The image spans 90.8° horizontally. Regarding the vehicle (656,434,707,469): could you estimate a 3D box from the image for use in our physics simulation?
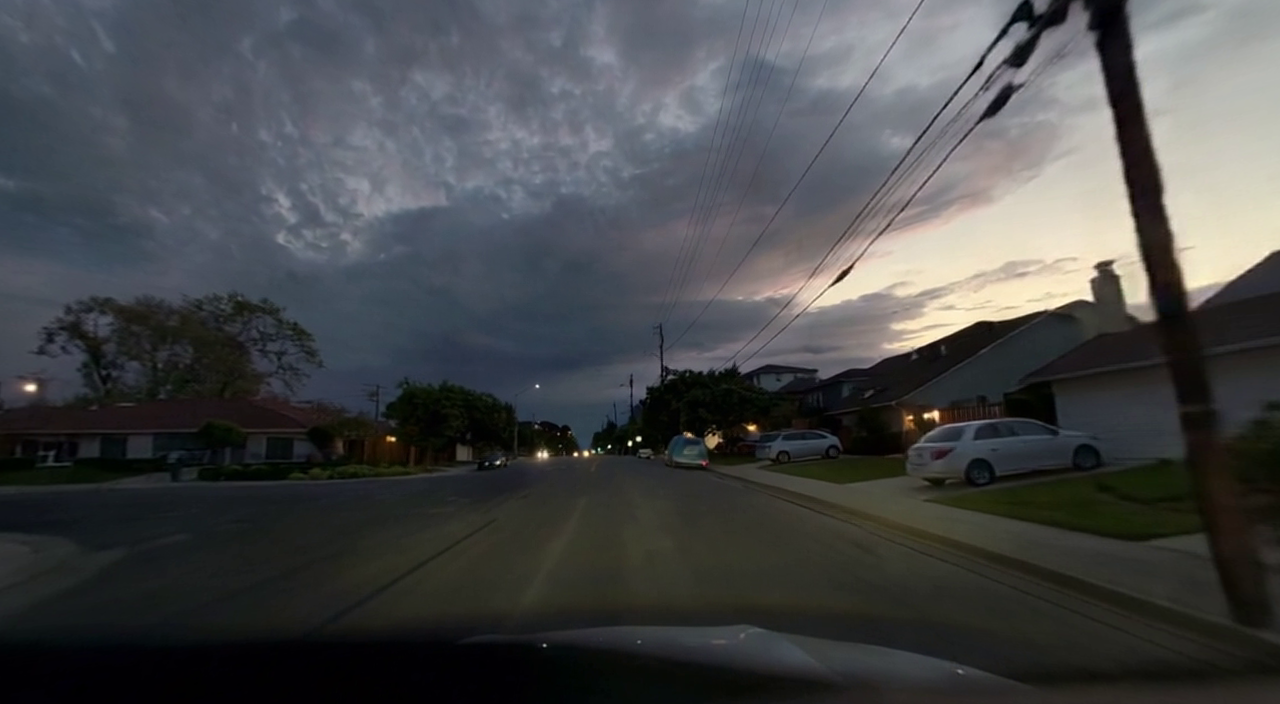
[{"bbox_3d":[2.465,6.034,38.552,2.214,1.962,4.733,1,-8,-7],"label":"vehicle"}]

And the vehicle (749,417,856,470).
[{"bbox_3d":[8.409,4.774,33.030,4.801,2.139,2.164,-6,-7,-3],"label":"vehicle"}]

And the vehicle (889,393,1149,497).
[{"bbox_3d":[9.405,2.306,16.014,5.072,1.909,2.237,-5,-7,-5],"label":"vehicle"}]
